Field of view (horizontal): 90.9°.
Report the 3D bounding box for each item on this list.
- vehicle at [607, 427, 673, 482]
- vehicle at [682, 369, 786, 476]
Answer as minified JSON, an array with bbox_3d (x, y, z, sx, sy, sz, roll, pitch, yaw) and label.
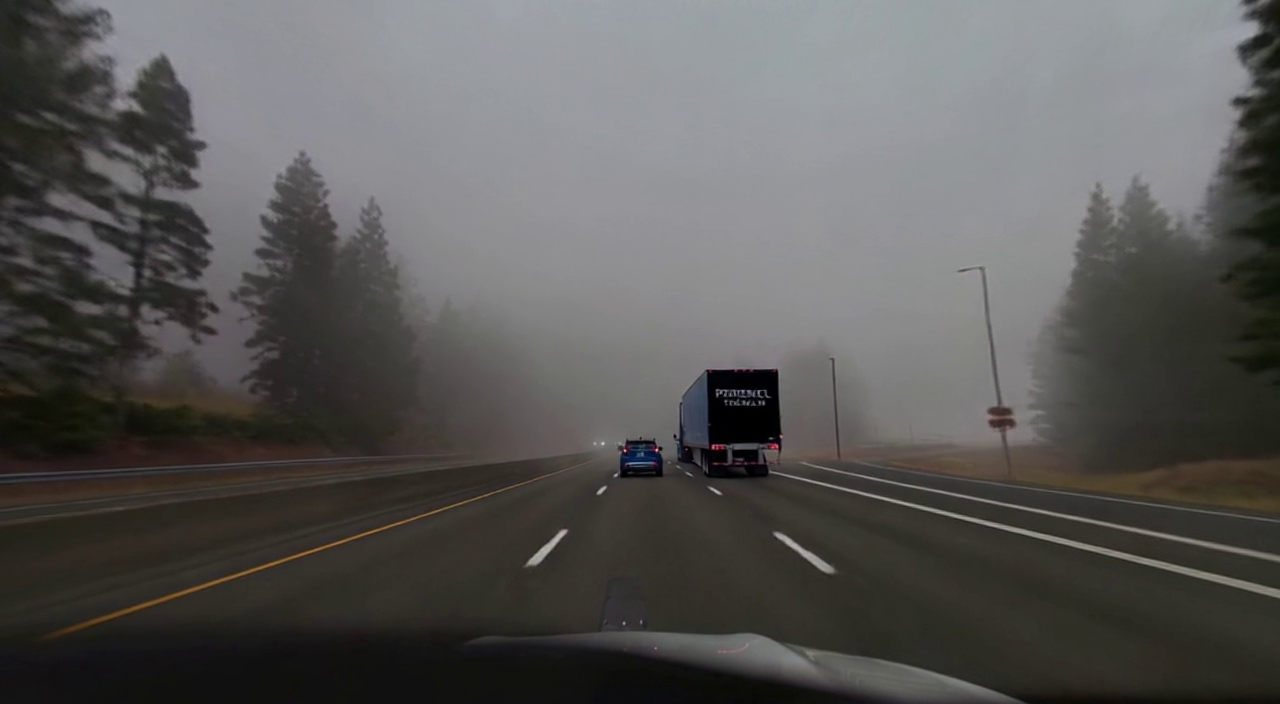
[{"bbox_3d":[-0.014,3.812,23.661,2.222,1.848,4.610,0,-8,0],"label":"vehicle"},{"bbox_3d":[4.181,3.955,32.834,2.899,4.160,16.621,0,-9,0],"label":"vehicle"}]
